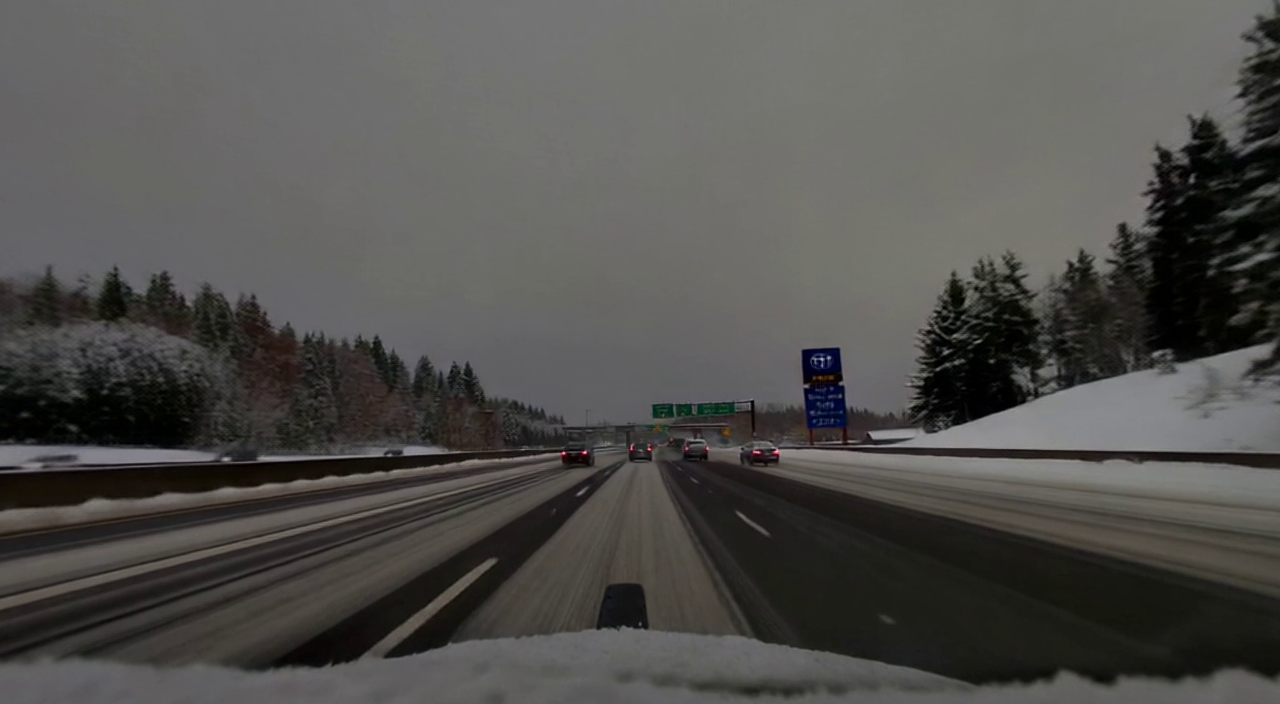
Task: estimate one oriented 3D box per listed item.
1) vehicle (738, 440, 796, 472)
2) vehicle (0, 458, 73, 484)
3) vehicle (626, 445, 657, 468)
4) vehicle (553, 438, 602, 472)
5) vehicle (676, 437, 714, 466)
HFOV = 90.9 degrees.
[{"bbox_3d":[6.998,5.787,35.311,2.196,1.659,4.451,0,-9,-2],"label":"vehicle"},{"bbox_3d":[-36.887,7.117,37.870,1.738,1.412,4.086,0,-9,1],"label":"vehicle"},{"bbox_3d":[0.155,7.241,43.868,2.050,1.452,3.917,0,-9,2],"label":"vehicle"},{"bbox_3d":[-3.398,5.736,35.240,2.118,1.750,4.875,0,-9,1],"label":"vehicle"},{"bbox_3d":[4.050,7.410,47.017,2.348,1.991,5.460,0,-9,0],"label":"vehicle"}]
